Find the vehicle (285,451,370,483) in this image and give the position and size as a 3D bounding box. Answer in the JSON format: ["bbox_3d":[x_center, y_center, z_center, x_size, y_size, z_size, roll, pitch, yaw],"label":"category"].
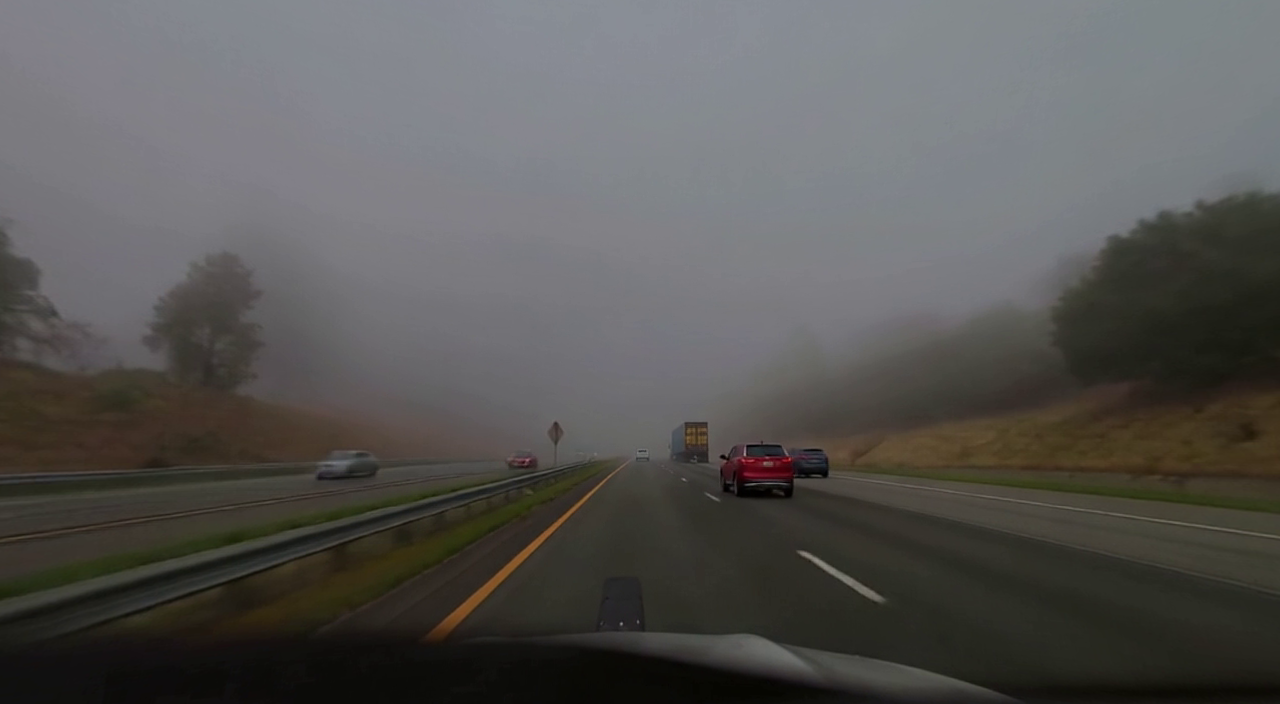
[{"bbox_3d":[-15.019,5.520,30.620,1.889,1.422,4.506,0,-9,-1],"label":"vehicle"}]

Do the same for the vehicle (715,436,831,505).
[{"bbox_3d":[3.529,3.239,17.705,2.130,1.658,4.537,0,-9,-2],"label":"vehicle"}]
